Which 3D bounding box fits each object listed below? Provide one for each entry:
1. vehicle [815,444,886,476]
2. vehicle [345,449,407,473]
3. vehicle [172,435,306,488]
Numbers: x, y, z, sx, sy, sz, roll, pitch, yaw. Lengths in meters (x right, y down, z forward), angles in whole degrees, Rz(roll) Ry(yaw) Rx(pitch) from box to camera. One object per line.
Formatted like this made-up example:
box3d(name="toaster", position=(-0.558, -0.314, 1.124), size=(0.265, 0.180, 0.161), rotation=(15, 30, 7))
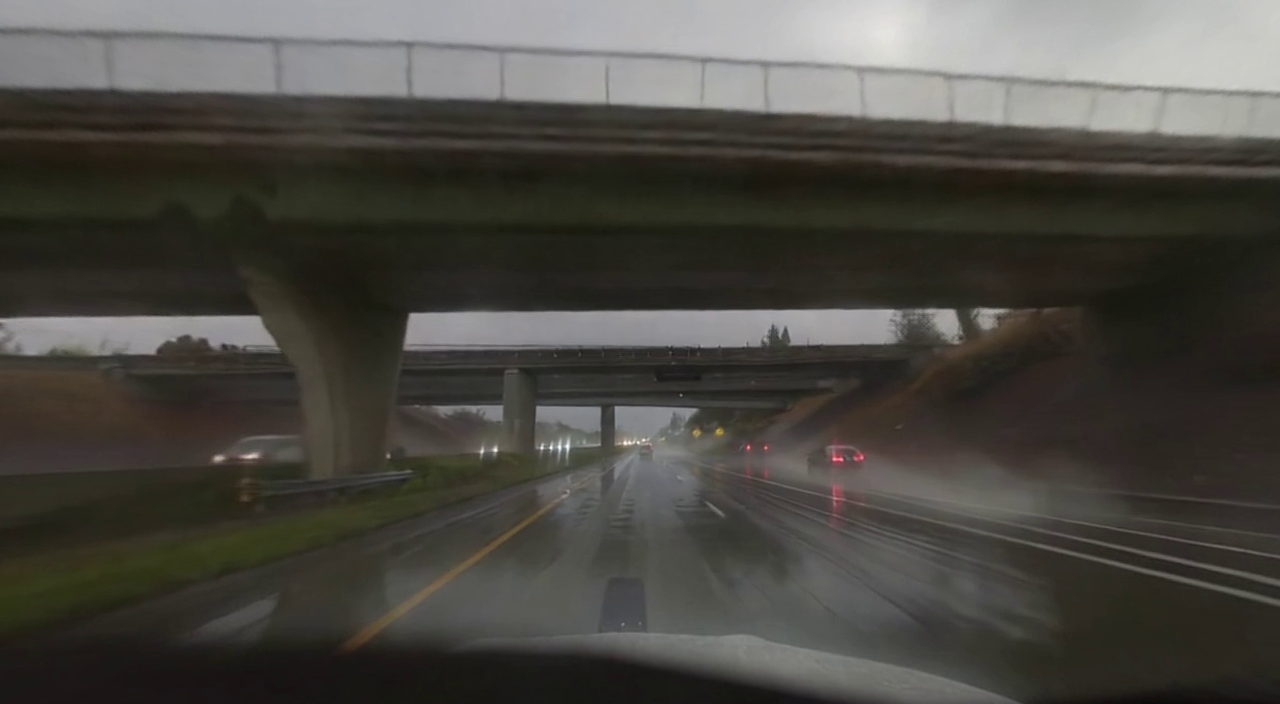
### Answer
box3d(name="vehicle", position=(10.335, 5.304, 31.151), size=(1.927, 1.472, 4.076), rotation=(0, -8, -2))
box3d(name="vehicle", position=(-16.967, 7.008, 40.578), size=(1.953, 1.455, 4.538), rotation=(0, -8, 1))
box3d(name="vehicle", position=(-17.453, 4.776, 27.790), size=(2.281, 2.090, 5.409), rotation=(0, -8, 1))
